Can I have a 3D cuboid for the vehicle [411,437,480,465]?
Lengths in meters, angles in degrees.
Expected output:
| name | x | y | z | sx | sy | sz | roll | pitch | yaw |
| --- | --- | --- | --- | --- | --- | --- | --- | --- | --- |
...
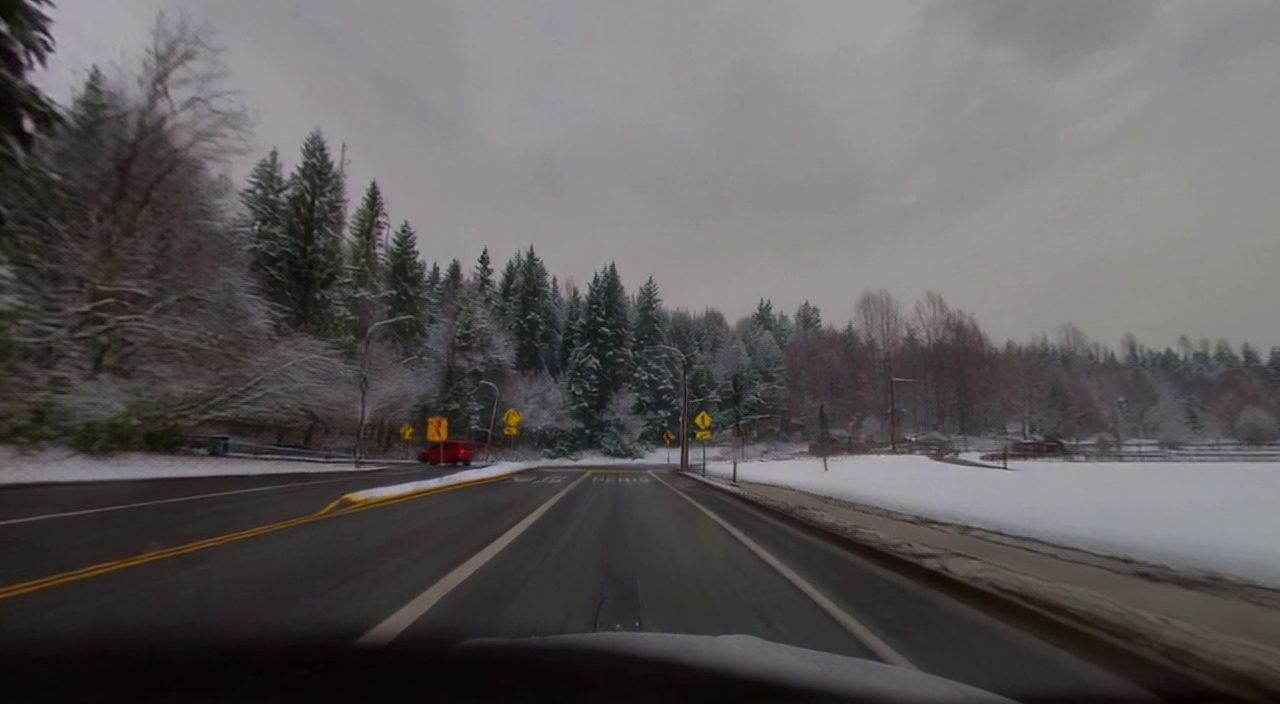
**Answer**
| name | x | y | z | sx | sy | sz | roll | pitch | yaw |
| --- | --- | --- | --- | --- | --- | --- | --- | --- | --- |
| vehicle | -14.667 | 7.478 | 47.656 | 4.529 | 1.976 | 2.002 | 8 | -12 | -42 |
